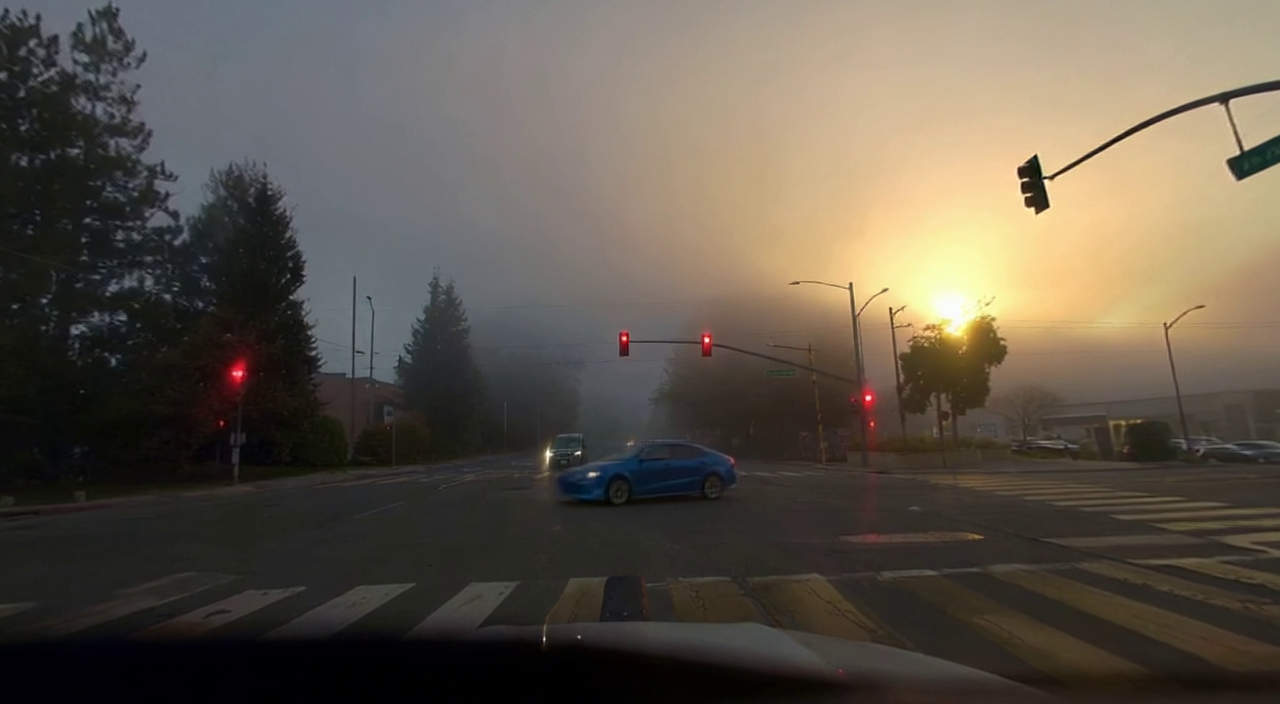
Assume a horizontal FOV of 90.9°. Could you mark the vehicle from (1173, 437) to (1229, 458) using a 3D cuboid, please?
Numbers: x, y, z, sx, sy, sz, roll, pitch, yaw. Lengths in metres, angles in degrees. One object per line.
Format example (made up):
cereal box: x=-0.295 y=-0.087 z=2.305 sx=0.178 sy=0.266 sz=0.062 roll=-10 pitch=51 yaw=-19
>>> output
vehicle: x=42.845 y=7.300 z=48.099 sx=4.133 sy=1.561 sz=1.824 roll=5 pitch=-10 yaw=-30

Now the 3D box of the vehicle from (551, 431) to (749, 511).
vehicle: x=0.342 y=2.629 z=14.399 sx=4.377 sy=1.523 sz=1.877 roll=7 pitch=-11 yaw=-41
